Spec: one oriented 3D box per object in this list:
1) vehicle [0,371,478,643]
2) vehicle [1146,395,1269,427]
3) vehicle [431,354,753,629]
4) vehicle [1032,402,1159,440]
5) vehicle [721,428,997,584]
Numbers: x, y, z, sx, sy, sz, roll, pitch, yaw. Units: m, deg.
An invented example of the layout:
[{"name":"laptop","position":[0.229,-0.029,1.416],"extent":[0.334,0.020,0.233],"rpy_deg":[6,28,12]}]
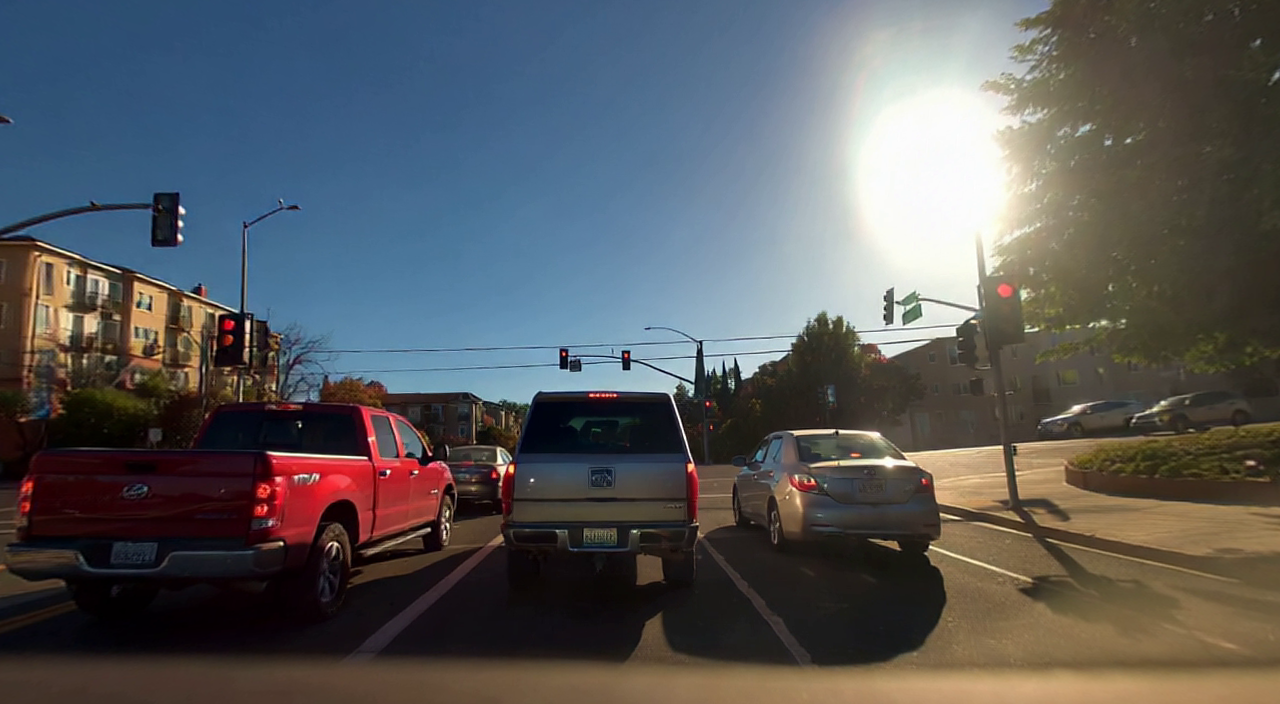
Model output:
[{"name":"vehicle","position":[-3.462,1.425,6.927],"extent":[2.146,1.828,5.148],"rpy_deg":[0,-9,-2]},{"name":"vehicle","position":[29.278,3.058,32.680],"extent":[4.540,1.543,1.803],"rpy_deg":[0,-9,1]},{"name":"vehicle","position":[-0.361,1.313,6.802],"extent":[2.282,1.964,4.421],"rpy_deg":[0,-9,-1]},{"name":"vehicle","position":[23.316,3.585,32.497],"extent":[4.721,1.866,2.188],"rpy_deg":[0,-9,2]},{"name":"vehicle","position":[2.400,1.815,8.329],"extent":[2.016,1.481,4.336],"rpy_deg":[0,-9,-1]}]
